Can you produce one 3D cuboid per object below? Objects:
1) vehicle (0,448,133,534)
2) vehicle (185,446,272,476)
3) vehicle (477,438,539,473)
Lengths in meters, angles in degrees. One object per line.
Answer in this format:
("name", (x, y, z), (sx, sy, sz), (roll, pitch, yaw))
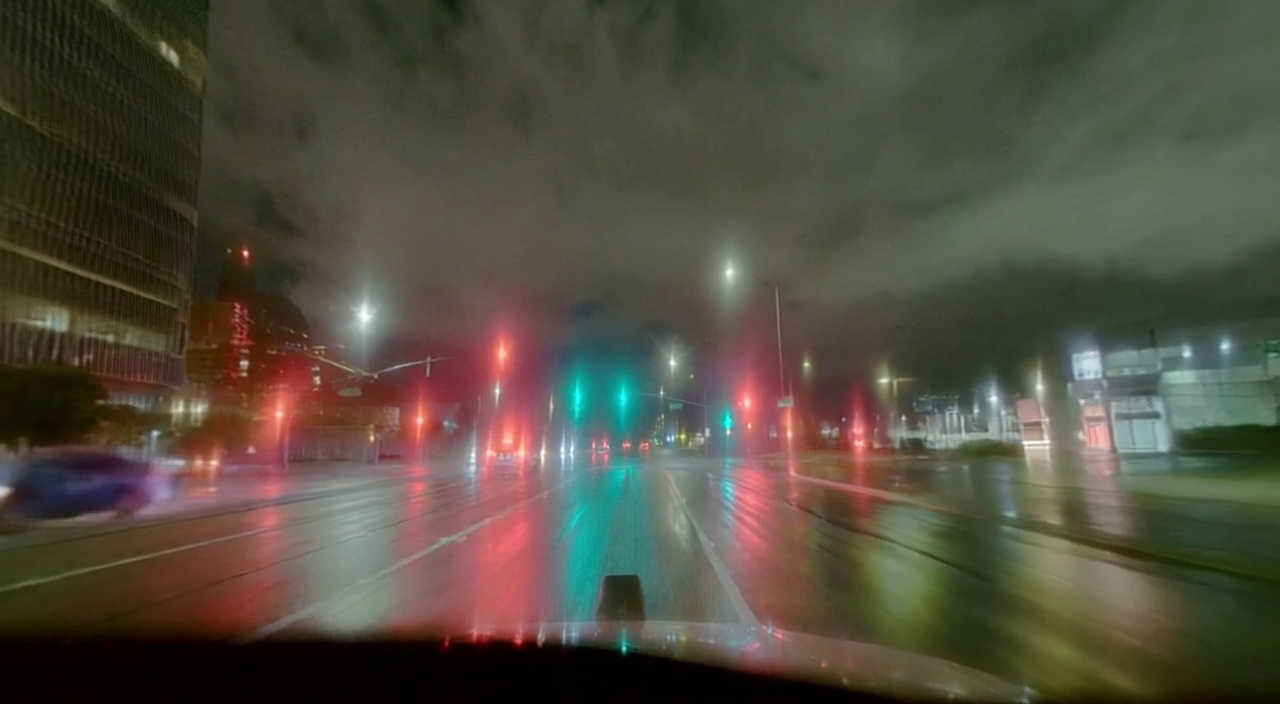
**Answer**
("vehicle", (-11.914, 2.459, 11.286), (1.987, 1.445, 4.482), (0, -9, 0))
("vehicle", (-31.069, 8.228, 47.831), (4.957, 1.928, 2.203), (-2, -8, -5))
("vehicle", (-7.019, 5.548, 34.116), (2.262, 1.708, 4.466), (-1, -9, 2))
